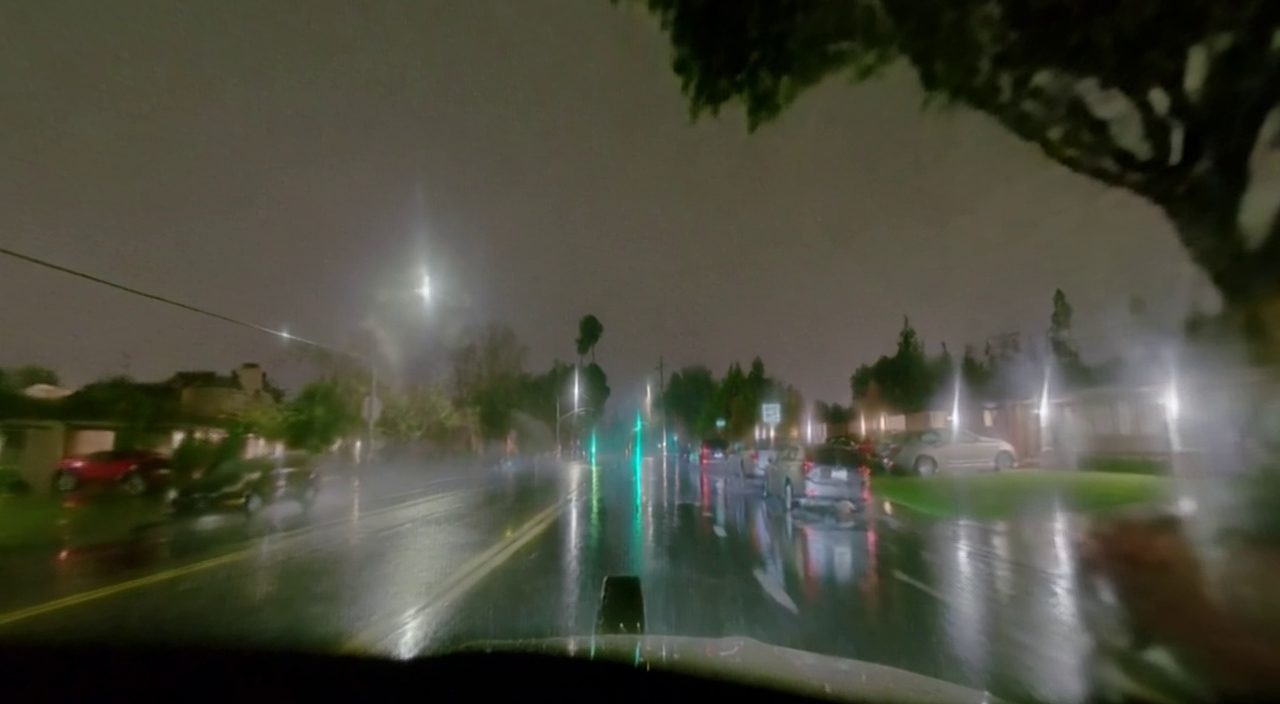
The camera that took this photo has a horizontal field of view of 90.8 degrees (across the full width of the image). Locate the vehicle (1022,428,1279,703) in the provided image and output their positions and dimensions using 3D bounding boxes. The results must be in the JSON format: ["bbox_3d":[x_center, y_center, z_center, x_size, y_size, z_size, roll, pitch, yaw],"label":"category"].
[{"bbox_3d":[3.848,1.017,2.193,2.137,1.515,4.534,0,-8,-1],"label":"vehicle"}]

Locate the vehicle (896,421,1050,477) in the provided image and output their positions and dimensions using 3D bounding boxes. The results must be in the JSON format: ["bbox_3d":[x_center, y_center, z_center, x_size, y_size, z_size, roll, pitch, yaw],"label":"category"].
[{"bbox_3d":[12.001,3.540,23.032,4.415,1.705,1.914,-4,-9,4],"label":"vehicle"}]

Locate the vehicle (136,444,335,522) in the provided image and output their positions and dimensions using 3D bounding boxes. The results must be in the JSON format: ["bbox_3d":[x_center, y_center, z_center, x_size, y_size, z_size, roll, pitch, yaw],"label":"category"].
[{"bbox_3d":[-10.728,3.500,17.404,2.093,1.767,5.120,-1,-9,0],"label":"vehicle"}]

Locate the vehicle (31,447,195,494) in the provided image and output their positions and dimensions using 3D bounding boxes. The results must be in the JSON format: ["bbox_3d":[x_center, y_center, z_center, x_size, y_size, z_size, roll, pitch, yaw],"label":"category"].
[{"bbox_3d":[-19.998,4.473,24.123,4.509,1.698,1.890,0,-8,1],"label":"vehicle"}]

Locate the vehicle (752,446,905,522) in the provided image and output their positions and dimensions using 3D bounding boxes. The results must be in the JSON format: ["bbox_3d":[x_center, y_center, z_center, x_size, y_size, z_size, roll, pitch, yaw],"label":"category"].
[{"bbox_3d":[4.119,2.946,14.830,2.087,1.454,4.914,0,-8,0],"label":"vehicle"}]

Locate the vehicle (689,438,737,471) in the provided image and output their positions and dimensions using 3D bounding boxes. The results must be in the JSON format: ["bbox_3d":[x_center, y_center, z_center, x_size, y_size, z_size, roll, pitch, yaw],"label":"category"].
[{"bbox_3d":[4.264,6.113,37.797,2.254,1.812,4.817,0,-8,-1],"label":"vehicle"}]
